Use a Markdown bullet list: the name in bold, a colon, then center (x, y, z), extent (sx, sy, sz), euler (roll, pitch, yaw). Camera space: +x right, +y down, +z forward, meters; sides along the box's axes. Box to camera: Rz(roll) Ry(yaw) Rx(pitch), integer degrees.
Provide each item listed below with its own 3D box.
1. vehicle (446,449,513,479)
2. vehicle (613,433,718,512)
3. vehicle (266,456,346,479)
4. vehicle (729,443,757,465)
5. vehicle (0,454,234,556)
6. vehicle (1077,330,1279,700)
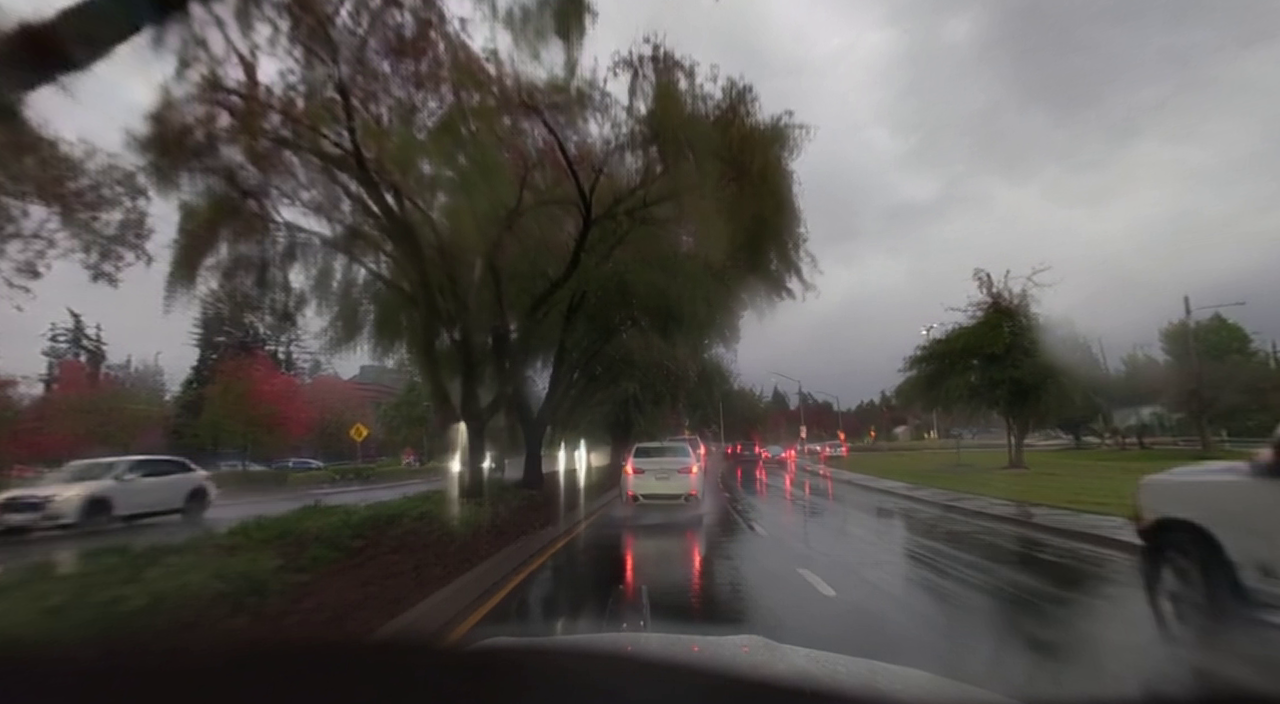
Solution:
- **vehicle**: center (-8.913, 6.257, 35.464), extent (2.027, 1.511, 4.711), euler (-2, -8, 8)
- **vehicle**: center (0.676, 2.780, 15.059), extent (2.154, 1.585, 3.997), euler (-1, -8, 5)
- **vehicle**: center (-25.026, 8.676, 47.342), extent (4.951, 1.618, 1.952), euler (-1, -8, 6)
- **vehicle**: center (7.711, 7.646, 47.440), extent (1.984, 1.507, 4.359), euler (-2, -8, 8)
- **vehicle**: center (-10.352, 2.765, 12.155), extent (1.909, 1.468, 4.597), euler (-1, -8, 1)
- **vehicle**: center (4.141, 0.619, 1.831), extent (1.953, 1.818, 5.299), euler (0, -8, 0)
